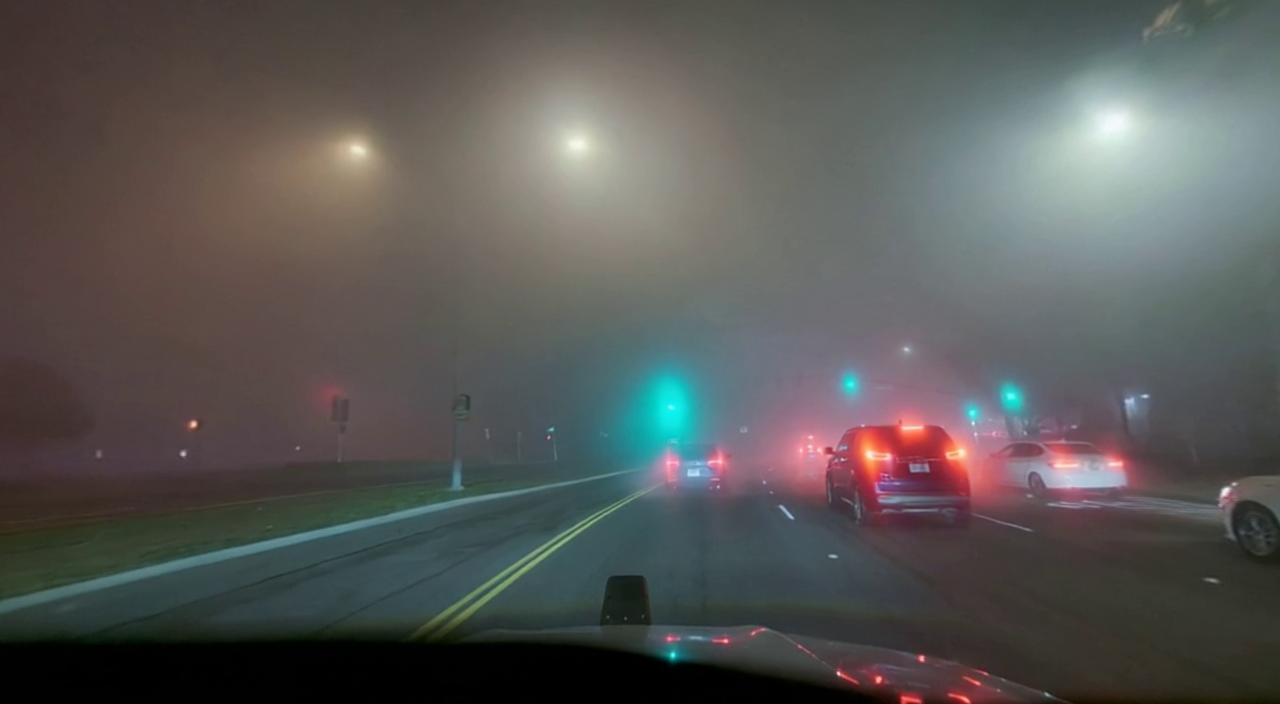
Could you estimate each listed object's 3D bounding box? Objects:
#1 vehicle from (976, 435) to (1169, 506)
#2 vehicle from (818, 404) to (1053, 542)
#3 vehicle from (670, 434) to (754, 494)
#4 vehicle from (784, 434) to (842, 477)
[{"bbox_3d":[10.204,2.808,15.410,1.882,1.463,4.543,-1,-9,6],"label":"vehicle"},{"bbox_3d":[4.630,1.980,10.907,2.119,1.810,4.848,-1,-9,6],"label":"vehicle"},{"bbox_3d":[2.179,3.232,18.529,2.168,1.527,4.174,-1,-9,8],"label":"vehicle"},{"bbox_3d":[7.036,4.227,25.967,1.896,1.612,4.203,-2,-9,10],"label":"vehicle"}]
